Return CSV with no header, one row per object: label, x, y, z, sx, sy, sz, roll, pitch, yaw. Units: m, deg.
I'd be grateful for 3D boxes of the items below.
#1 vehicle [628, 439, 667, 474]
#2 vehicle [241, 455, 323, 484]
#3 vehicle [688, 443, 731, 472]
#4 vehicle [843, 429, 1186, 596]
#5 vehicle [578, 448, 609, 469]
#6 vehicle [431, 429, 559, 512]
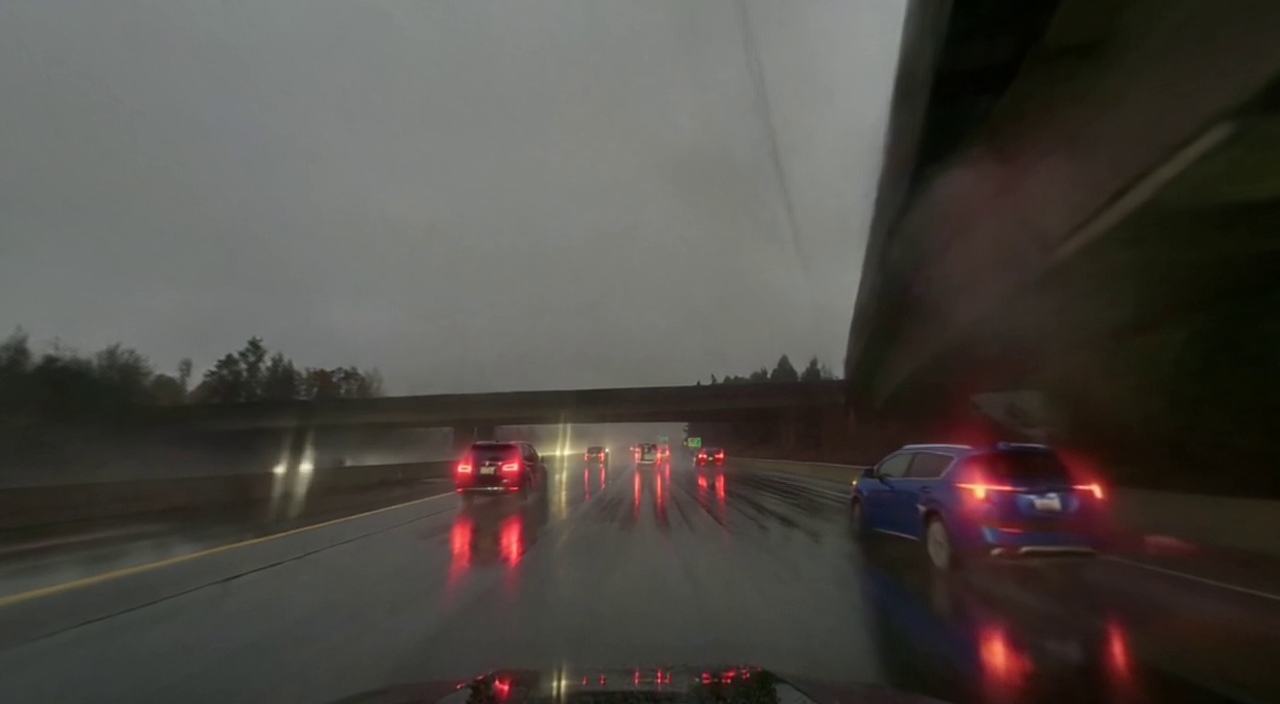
vehicle,0.413,6.053,36.717,2.155,1.909,4.529,0,-9,0
vehicle,-20.673,6.763,36.570,1.897,1.506,4.512,0,-9,3
vehicle,4.508,6.911,41.503,2.231,1.807,4.588,0,-9,-1
vehicle,4.163,1.810,7.909,1.959,1.554,3.795,0,-9,0
vehicle,-3.379,7.820,46.439,1.994,1.475,4.171,0,-9,0
vehicle,-3.421,2.897,15.870,2.089,1.751,4.515,0,-9,1
